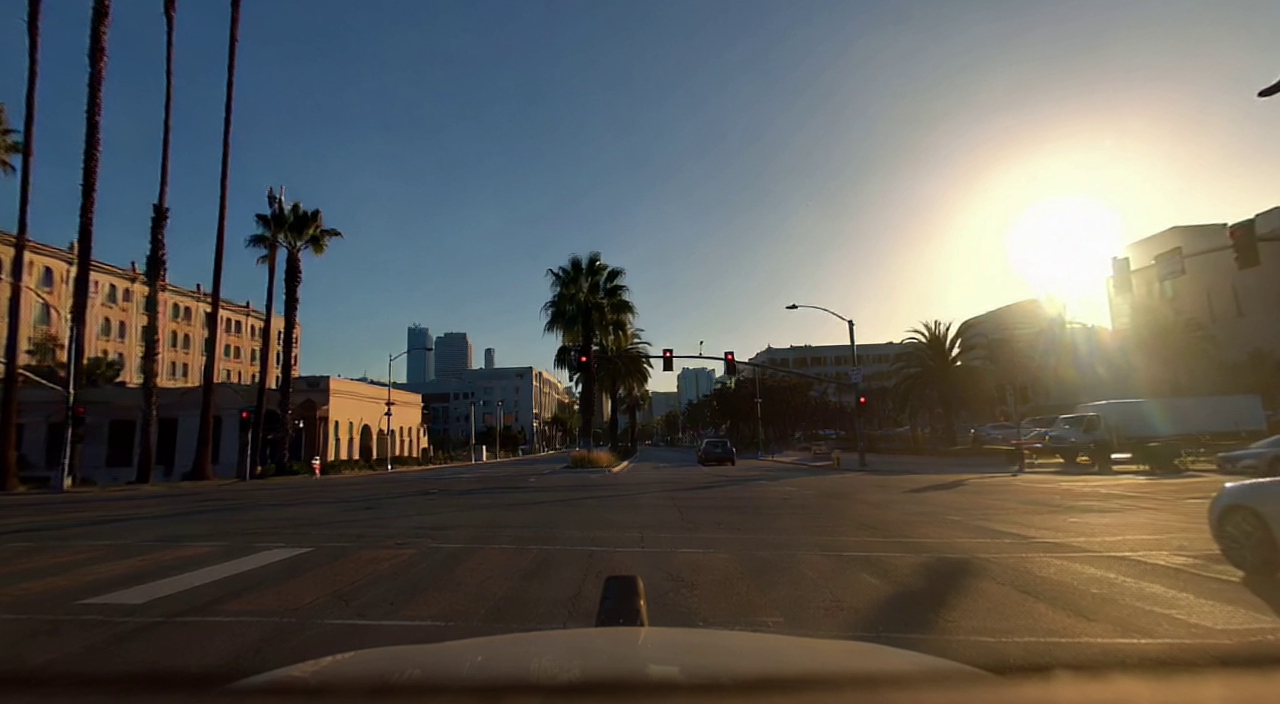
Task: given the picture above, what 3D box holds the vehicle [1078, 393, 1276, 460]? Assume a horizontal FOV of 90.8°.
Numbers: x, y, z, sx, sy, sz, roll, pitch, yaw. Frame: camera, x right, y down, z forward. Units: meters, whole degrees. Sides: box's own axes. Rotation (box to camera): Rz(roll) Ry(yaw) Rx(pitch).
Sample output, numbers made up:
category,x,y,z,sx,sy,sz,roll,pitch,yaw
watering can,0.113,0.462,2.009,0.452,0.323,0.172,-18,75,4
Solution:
category,x,y,z,sx,sy,sz,roll,pitch,yaw
vehicle,32.623,4.725,39.336,2.863,3.609,10.252,0,-8,-3
